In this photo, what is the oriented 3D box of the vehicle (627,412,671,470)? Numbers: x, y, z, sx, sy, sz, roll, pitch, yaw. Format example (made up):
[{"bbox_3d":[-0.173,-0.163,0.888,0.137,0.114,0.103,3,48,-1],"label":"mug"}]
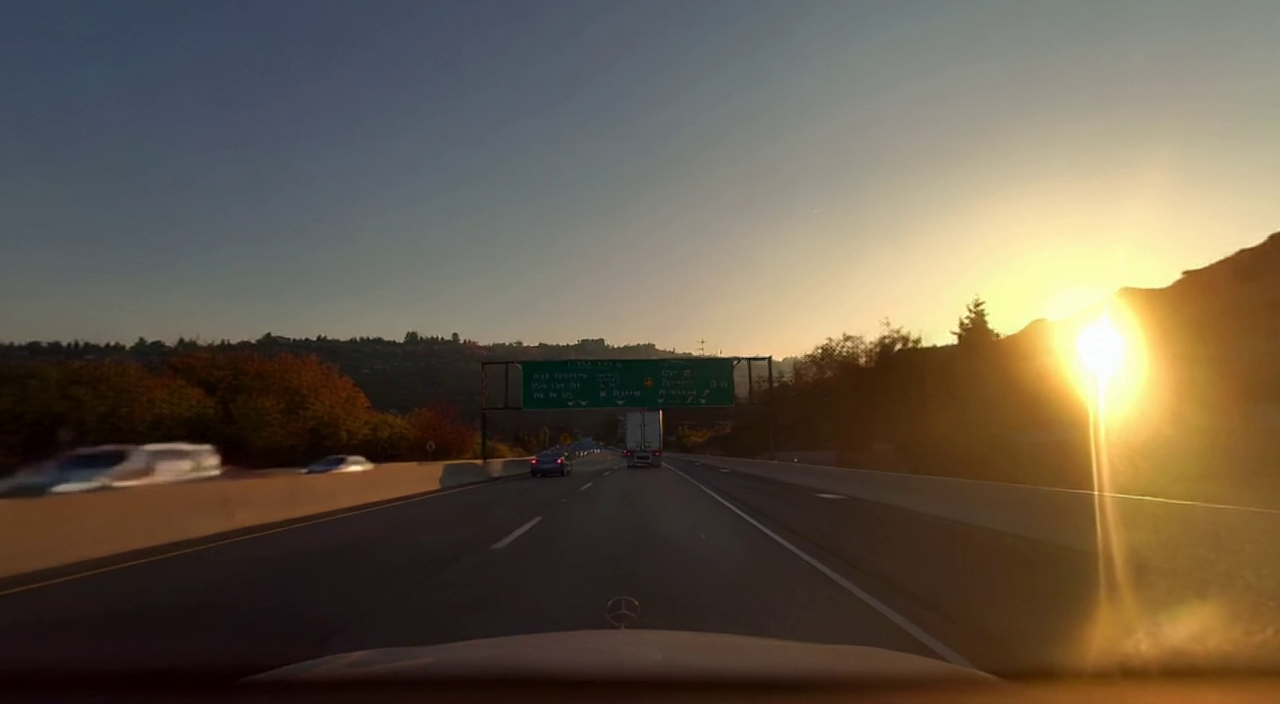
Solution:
[{"bbox_3d":[0.483,6.658,46.863,2.864,3.805,9.500,0,-9,-2],"label":"vehicle"}]

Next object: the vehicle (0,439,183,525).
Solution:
[{"bbox_3d":[-12.495,2.697,13.603,1.944,1.532,4.382,0,-9,0],"label":"vehicle"}]

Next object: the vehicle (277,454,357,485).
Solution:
[{"bbox_3d":[-16.602,6.034,32.669,1.738,1.456,4.504,0,-9,0],"label":"vehicle"}]

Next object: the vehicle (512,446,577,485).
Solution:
[{"bbox_3d":[-4.021,4.868,27.347,2.053,1.523,4.450,0,-9,0],"label":"vehicle"}]
